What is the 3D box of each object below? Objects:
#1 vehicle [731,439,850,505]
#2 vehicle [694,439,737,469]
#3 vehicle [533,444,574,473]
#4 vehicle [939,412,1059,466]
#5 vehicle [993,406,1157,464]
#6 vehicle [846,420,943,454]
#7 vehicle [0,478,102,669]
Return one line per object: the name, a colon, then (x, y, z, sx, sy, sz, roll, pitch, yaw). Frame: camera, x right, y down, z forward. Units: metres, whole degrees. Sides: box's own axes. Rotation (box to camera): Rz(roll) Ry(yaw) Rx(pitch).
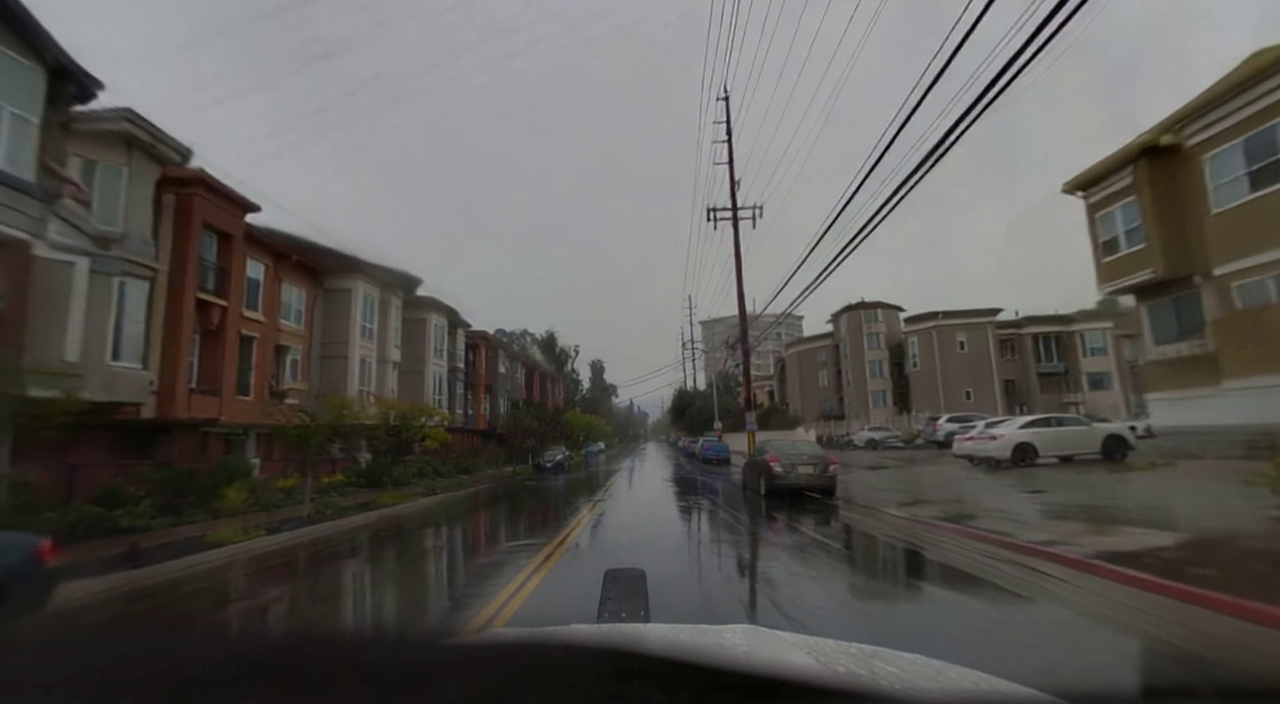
vehicle: (3.702, 3.014, 16.473, 1.928, 1.440, 4.738, 0, -8, 0)
vehicle: (4.177, 5.703, 35.464, 1.914, 1.591, 3.892, 0, -8, 0)
vehicle: (-5.416, 6.680, 39.949, 1.913, 1.672, 4.267, -1, -8, 2)
vehicle: (10.821, 2.662, 19.328, 1.801, 1.491, 3.488, -1, -8, 4)
vehicle: (13.032, 2.566, 19.333, 1.997, 1.546, 4.370, -1, -8, 2)
vehicle: (13.575, 4.593, 33.974, 1.897, 1.659, 4.648, 4, -9, -28)
vehicle: (-6.070, 1.599, 3.615, 1.863, 1.449, 4.536, -1, -8, 2)
